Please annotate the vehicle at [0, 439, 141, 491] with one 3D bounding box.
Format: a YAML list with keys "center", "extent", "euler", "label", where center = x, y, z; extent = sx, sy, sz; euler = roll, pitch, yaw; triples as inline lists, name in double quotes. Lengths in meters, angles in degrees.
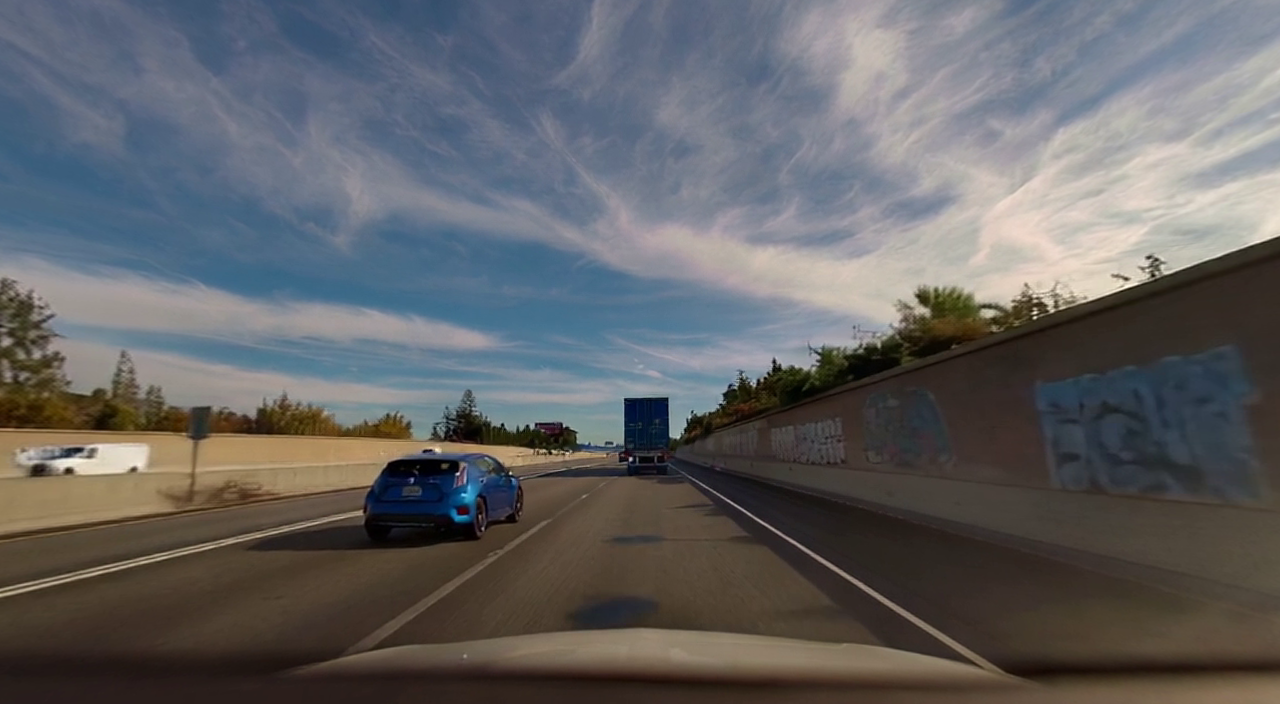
- center: [-24.614, 4.799, 27.155]
  extent: [2.147, 2.006, 4.767]
  euler: [0, -9, 1]
  label: "vehicle"

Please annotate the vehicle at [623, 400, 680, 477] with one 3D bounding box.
- center: [0.613, 5.419, 38.838]
  extent: [2.997, 4.069, 10.871]
  euler: [0, -9, 0]
  label: "vehicle"
